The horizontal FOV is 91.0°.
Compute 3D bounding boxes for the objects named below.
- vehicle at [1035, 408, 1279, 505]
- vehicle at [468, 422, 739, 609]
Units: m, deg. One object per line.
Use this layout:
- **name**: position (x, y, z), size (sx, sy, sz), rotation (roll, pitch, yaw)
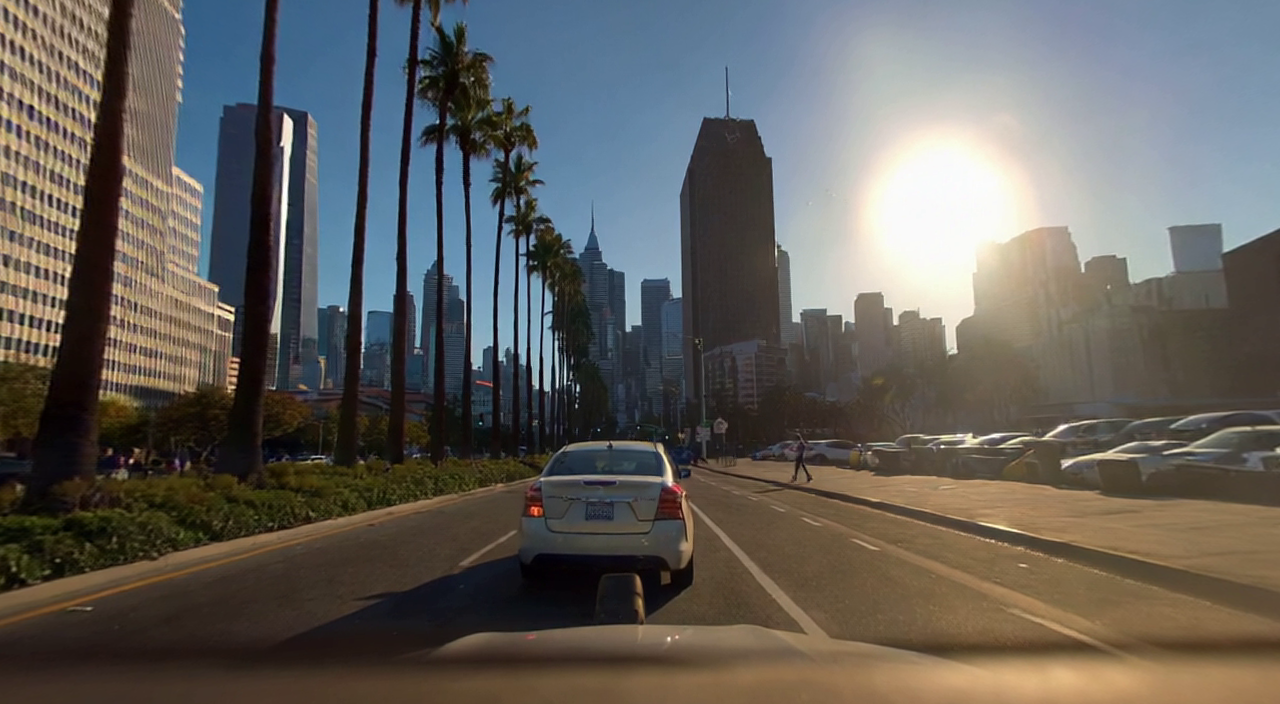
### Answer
- **vehicle**: position (12.903, 2.423, 14.924), size (5.301, 1.962, 2.431), rotation (-3, -8, 4)
- **vehicle**: position (-0.286, 1.642, 7.204), size (2.235, 1.528, 3.876), rotation (0, -9, 0)
